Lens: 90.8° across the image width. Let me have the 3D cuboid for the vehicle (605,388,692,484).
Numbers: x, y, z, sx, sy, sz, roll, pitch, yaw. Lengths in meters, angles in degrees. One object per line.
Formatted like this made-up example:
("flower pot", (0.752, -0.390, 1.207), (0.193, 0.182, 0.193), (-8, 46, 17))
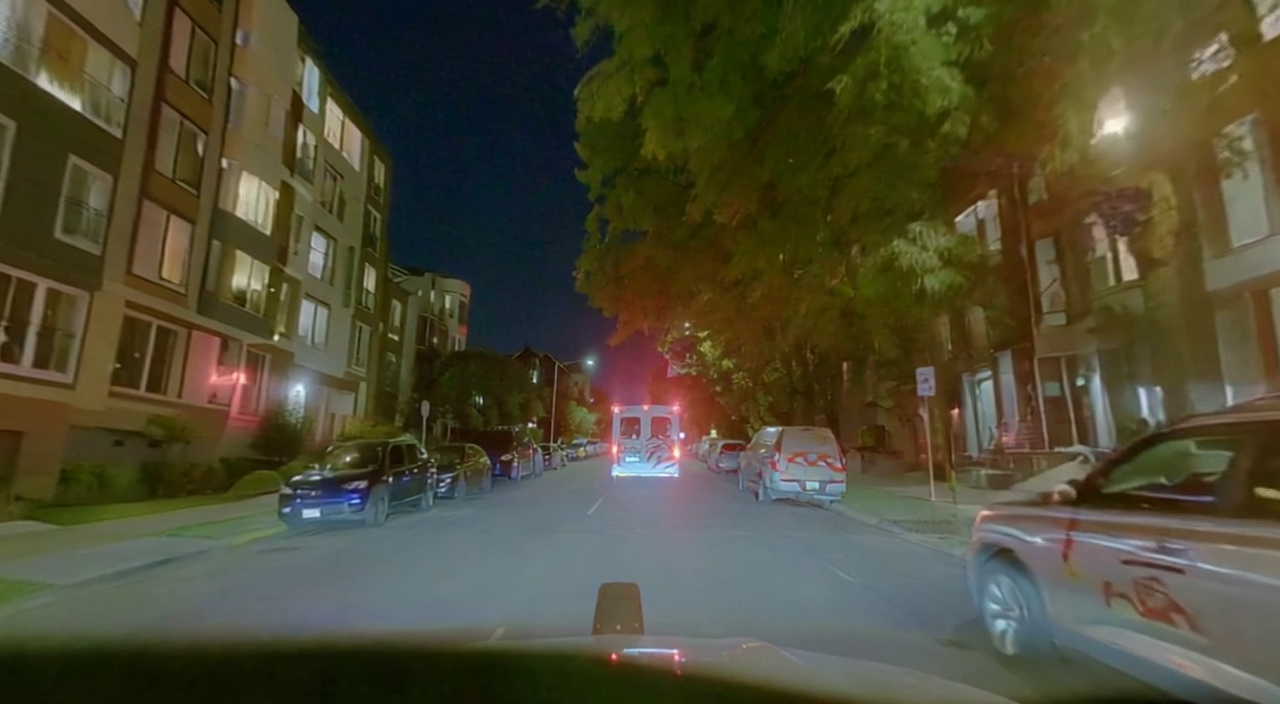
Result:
("vehicle", (0.207, 3.224, 23.952), (2.754, 3.008, 7.730), (0, -8, -1))

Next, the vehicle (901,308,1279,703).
("vehicle", (3.342, 0.885, 2.894), (2.152, 1.868, 4.976), (0, -8, 0))

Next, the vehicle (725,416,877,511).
("vehicle", (3.558, 2.621, 15.347), (2.232, 1.860, 5.593), (0, -8, 0))

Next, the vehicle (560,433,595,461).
("vehicle", (-4.827, 7.398, 49.104), (2.263, 1.964, 4.134), (-3, -8, 0))

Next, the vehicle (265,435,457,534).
("vehicle", (-5.429, 2.583, 13.090), (1.967, 1.492, 4.781), (-4, -8, -2))

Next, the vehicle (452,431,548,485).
("vehicle", (-5.237, 4.076, 24.688), (2.326, 1.774, 5.757), (-2, -8, 1))
